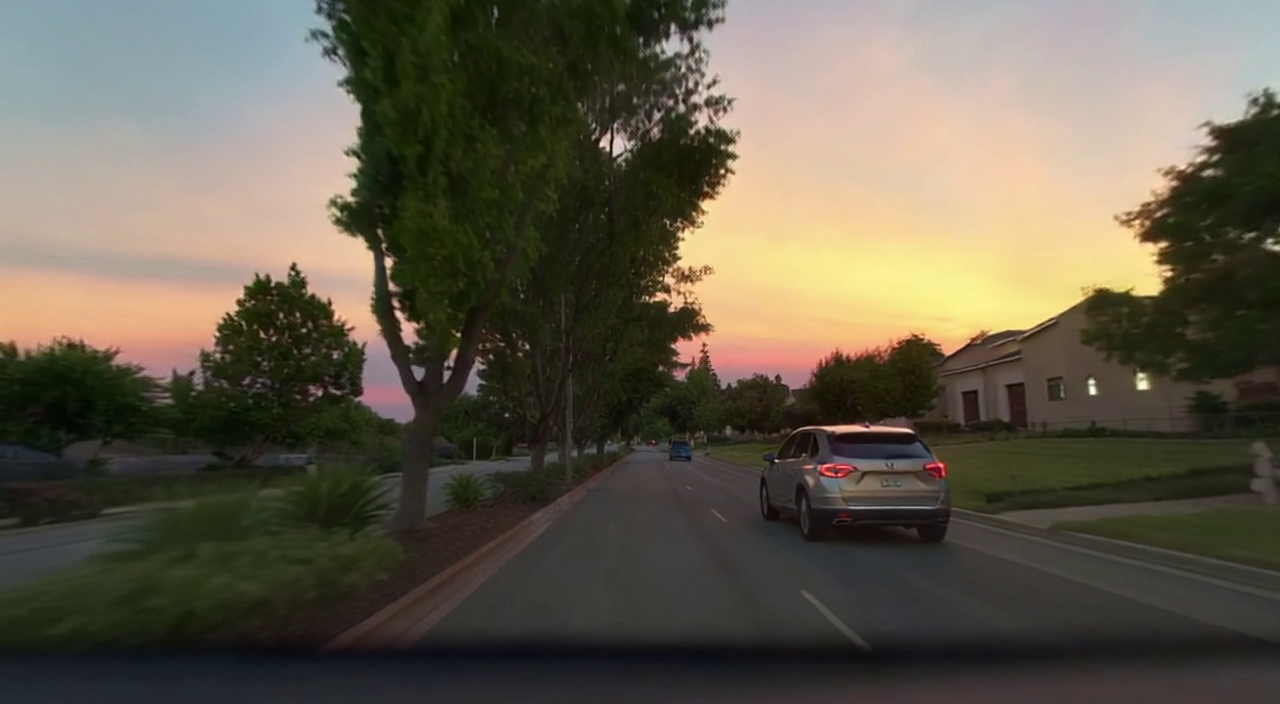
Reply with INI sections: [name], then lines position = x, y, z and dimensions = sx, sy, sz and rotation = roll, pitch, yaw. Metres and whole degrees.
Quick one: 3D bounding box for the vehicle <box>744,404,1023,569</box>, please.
[vehicle]
position = 3.039, 1.807, 9.239
dimensions = 2.180, 1.773, 4.639
rotation = 0, -8, -1
